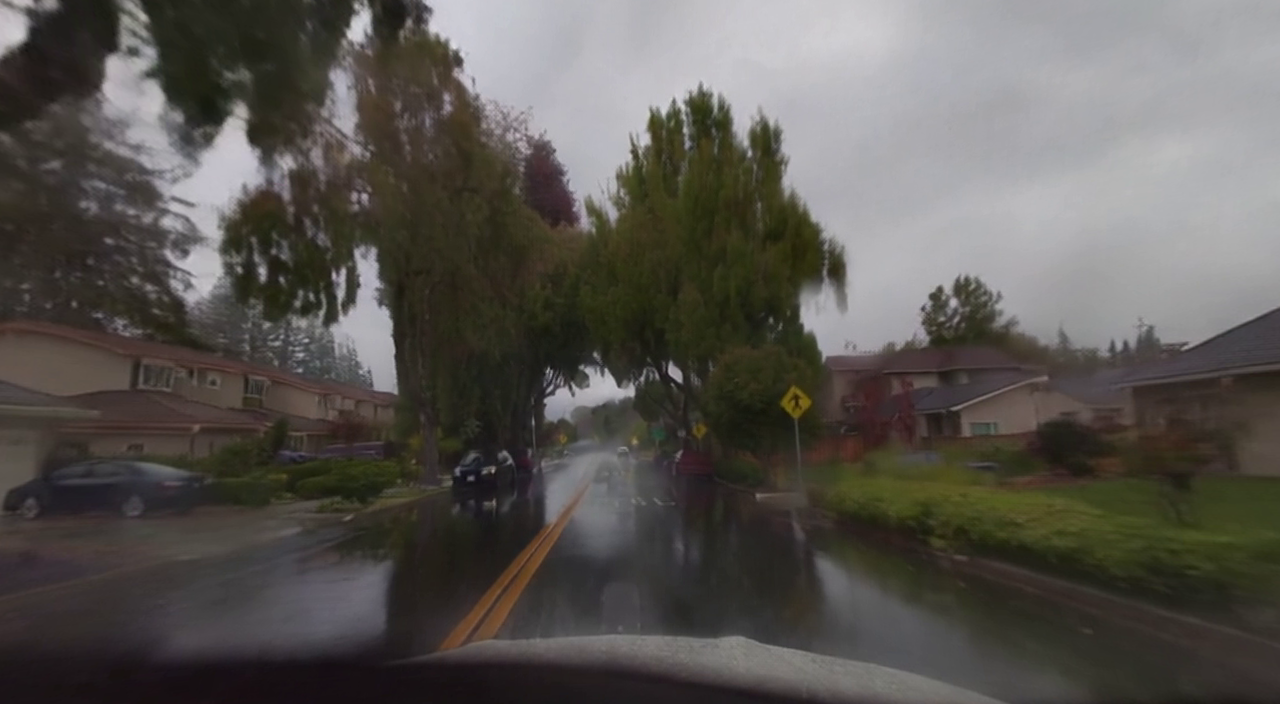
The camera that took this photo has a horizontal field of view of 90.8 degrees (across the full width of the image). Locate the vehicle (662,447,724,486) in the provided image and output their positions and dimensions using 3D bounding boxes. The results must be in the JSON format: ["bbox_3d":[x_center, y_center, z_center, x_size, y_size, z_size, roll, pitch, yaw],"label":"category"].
[{"bbox_3d":[2.162,4.832,27.031,2.047,1.532,4.350,0,-9,-4],"label":"vehicle"}]

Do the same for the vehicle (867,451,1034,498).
[{"bbox_3d":[10.361,4.105,21.341,4.628,1.403,1.926,0,-9,-4],"label":"vehicle"}]

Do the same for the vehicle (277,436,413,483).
[{"bbox_3d":[-13.672,5.006,29.544,5.234,2.076,2.197,0,-9,0],"label":"vehicle"}]

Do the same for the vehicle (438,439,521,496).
[{"bbox_3d":[-6.319,4.561,25.515,2.155,1.907,5.100,-2,-7,-1],"label":"vehicle"}]

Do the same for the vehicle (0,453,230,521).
[{"bbox_3d":[-12.613,3.228,15.336,3.989,1.485,1.814,0,-9,-3],"label":"vehicle"}]
